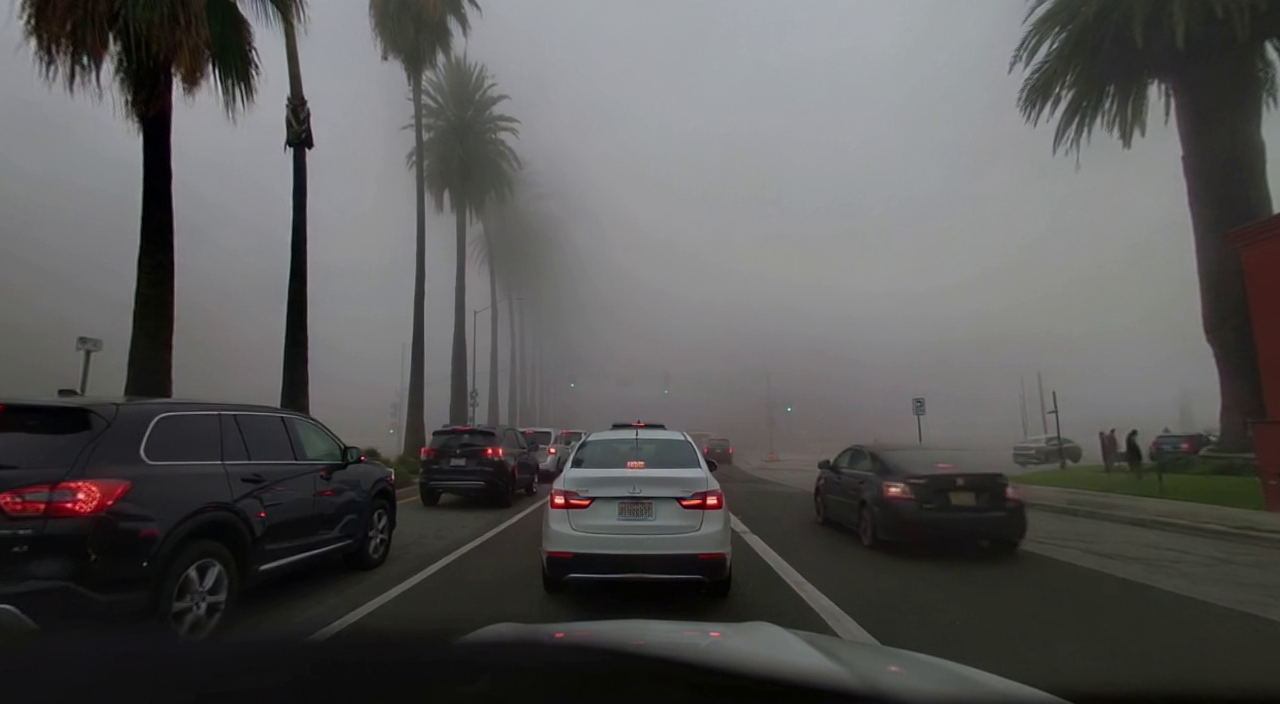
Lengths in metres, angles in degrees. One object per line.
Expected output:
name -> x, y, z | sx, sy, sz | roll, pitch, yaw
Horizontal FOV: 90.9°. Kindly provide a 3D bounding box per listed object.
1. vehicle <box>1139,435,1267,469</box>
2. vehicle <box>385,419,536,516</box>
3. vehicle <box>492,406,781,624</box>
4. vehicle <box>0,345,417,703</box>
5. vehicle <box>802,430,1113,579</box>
vehicle -> 25.473, 4.528, 28.640 | 3.914, 1.427, 1.779 | -2, -8, 5
vehicle -> -3.477, 2.319, 13.078 | 1.840, 1.684, 4.041 | 0, -8, 1
vehicle -> -0.052, 1.518, 6.843 | 2.114, 1.585, 4.285 | 0, -8, -1
vehicle -> -3.540, 1.149, 5.066 | 1.914, 1.741, 4.398 | 0, -8, -1
vehicle -> 3.892, 1.927, 8.878 | 1.982, 1.480, 4.572 | 2, -8, -1
